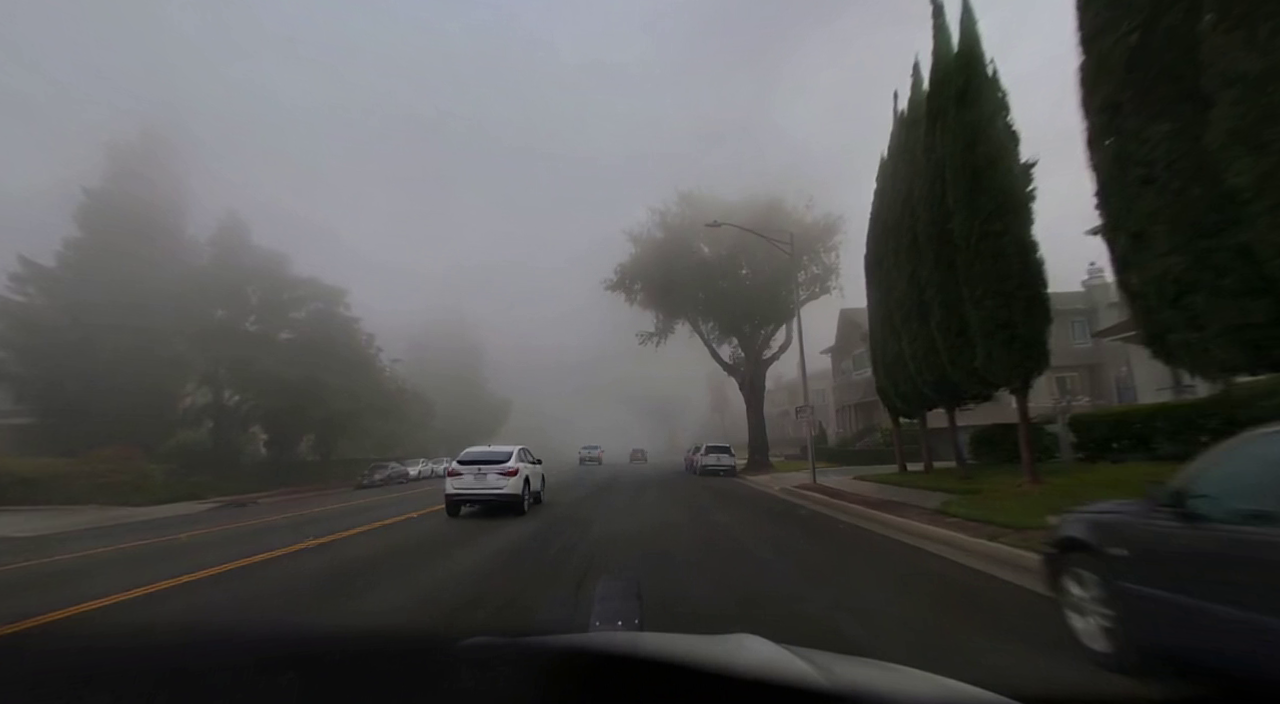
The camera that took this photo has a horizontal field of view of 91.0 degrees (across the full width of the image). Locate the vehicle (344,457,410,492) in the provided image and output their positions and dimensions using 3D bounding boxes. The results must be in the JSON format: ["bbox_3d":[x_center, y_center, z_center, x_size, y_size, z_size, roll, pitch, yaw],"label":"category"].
[{"bbox_3d":[-13.717,6.387,33.066,1.787,1.461,4.367,-4,-8,-2],"label":"vehicle"}]

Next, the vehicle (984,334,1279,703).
[{"bbox_3d":[3.716,0.854,2.742,1.969,1.828,4.273,0,-9,0],"label":"vehicle"}]

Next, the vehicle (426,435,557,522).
[{"bbox_3d":[-3.153,2.759,14.231,1.929,1.651,3.948,0,-9,1],"label":"vehicle"}]

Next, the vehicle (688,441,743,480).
[{"bbox_3d":[3.747,5.499,32.255,2.125,1.768,5.544,0,-9,0],"label":"vehicle"}]

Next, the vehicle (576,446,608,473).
[{"bbox_3d":[-3.464,7.912,46.613,1.994,1.810,5.057,0,-9,0],"label":"vehicle"}]
